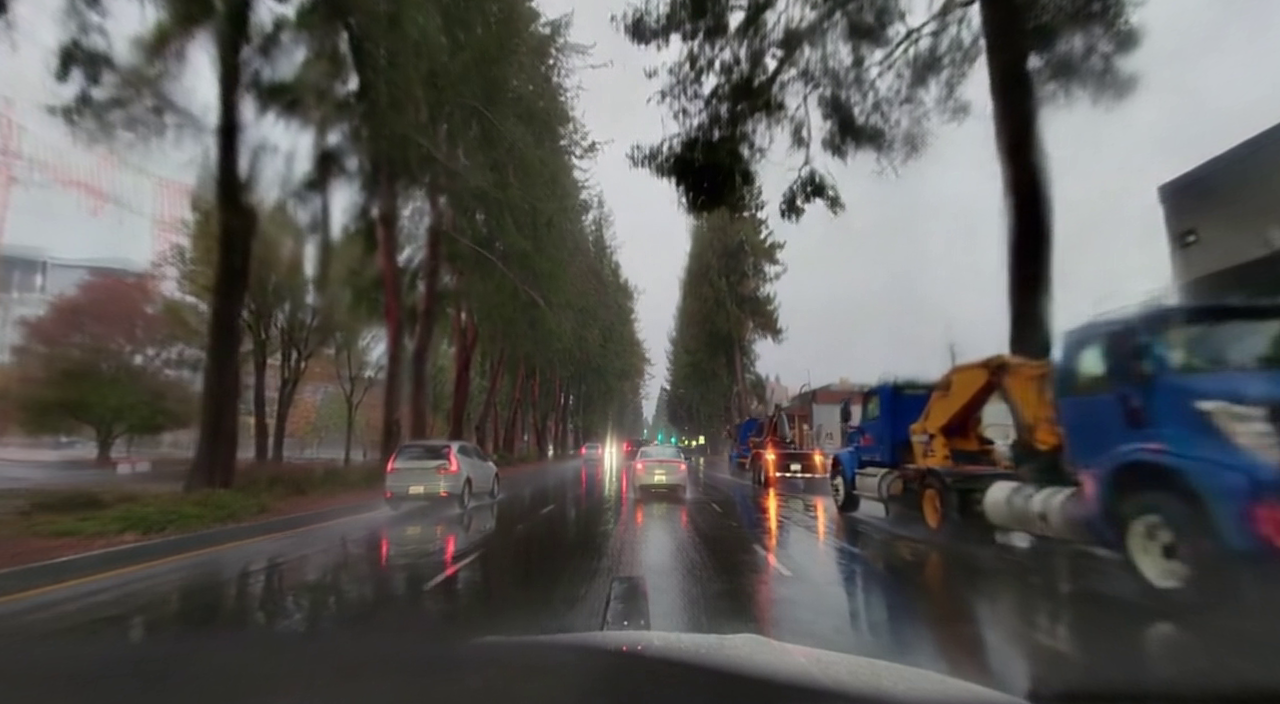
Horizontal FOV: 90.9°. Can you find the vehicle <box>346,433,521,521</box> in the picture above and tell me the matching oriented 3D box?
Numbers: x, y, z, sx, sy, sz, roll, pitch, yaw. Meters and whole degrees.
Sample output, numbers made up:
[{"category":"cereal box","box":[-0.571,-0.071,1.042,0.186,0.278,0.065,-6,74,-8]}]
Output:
[{"category":"vehicle","box":[-4.064,2.540,13.415,2.003,1.507,4.808,0,-8,1]}]

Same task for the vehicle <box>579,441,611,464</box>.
[{"category":"vehicle","box":[-3.472,7.789,48.971,2.062,1.641,4.193,0,-8,2]}]

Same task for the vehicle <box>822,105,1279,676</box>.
[{"category":"vehicle","box":[5.595,0.966,8.958,2.867,3.600,11.047,0,-8,1]}]

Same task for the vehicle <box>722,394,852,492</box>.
[{"category":"vehicle","box":[5.533,3.685,25.691,3.089,3.258,8.841,0,-8,0]}]

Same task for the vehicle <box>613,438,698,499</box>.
[{"category":"vehicle","box":[0.386,3.164,17.527,2.086,1.466,4.026,0,-8,0]}]
